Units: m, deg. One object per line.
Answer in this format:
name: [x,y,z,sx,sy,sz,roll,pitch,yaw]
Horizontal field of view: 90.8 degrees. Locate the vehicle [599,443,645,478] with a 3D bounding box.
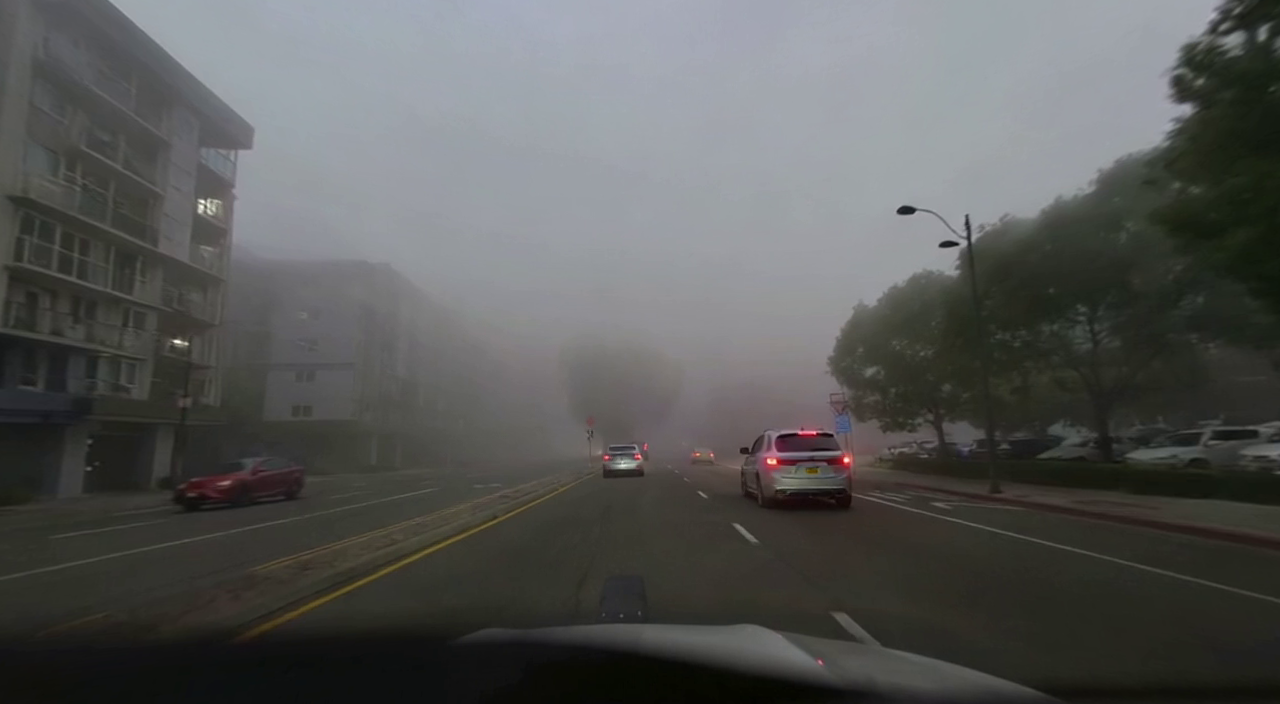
vehicle: [-0.799,5.062,29.722,2.006,1.487,3.535,0,-9,1]

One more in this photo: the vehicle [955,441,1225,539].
vehicle: [8.035,2.467,11.976,1.909,1.475,4.487,-1,-9,2]

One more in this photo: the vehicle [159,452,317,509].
vehicle: [-12.002,3.841,19.305,1.895,1.475,4.355,-1,-9,1]

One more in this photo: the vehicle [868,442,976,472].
vehicle: [14.511,5.396,32.673,4.607,1.466,2.053,0,-9,-3]

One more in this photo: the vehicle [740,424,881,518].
vehicle: [3.490,2.523,13.800,1.949,1.723,4.020,0,-9,0]
